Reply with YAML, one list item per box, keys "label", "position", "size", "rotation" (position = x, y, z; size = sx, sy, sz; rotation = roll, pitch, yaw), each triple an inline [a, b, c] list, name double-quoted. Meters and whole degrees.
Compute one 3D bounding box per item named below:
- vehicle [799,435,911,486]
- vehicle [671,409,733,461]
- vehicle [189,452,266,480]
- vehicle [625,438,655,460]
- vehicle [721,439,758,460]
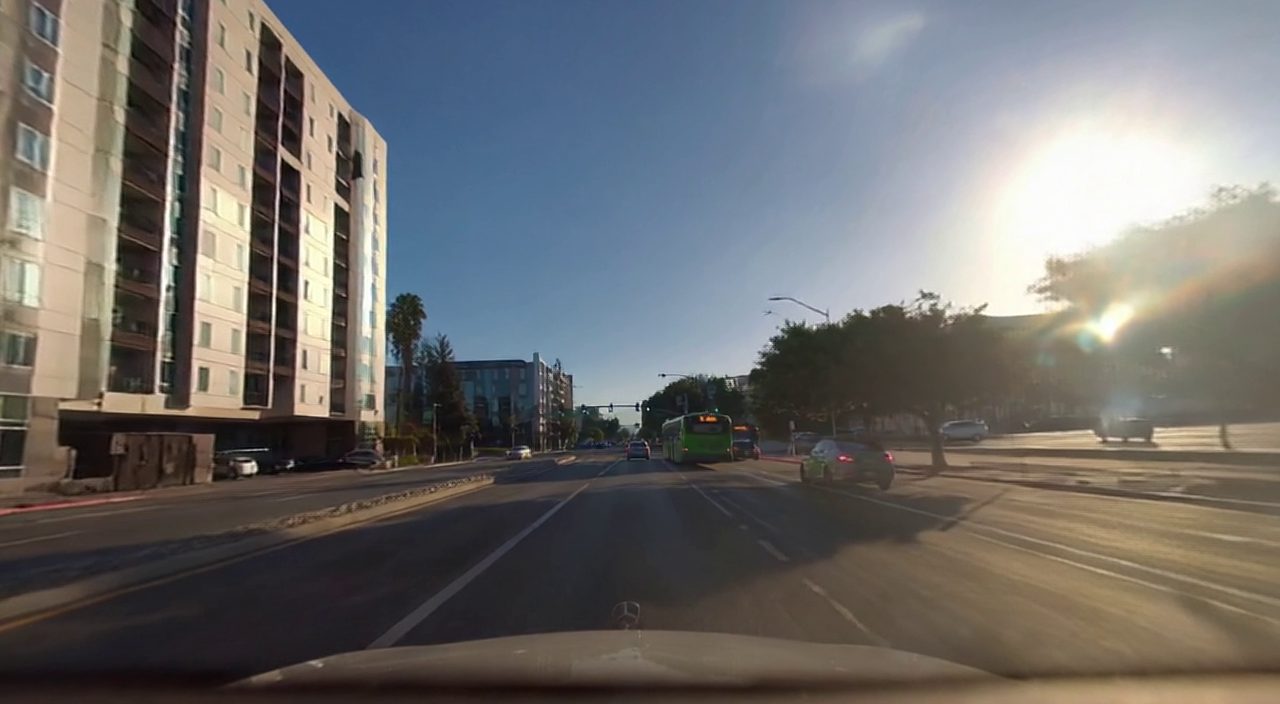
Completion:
- label: "vehicle"
  position: [6.719, 3.454, 20.325]
  size: [1.992, 1.447, 4.414]
  rotation: [0, -9, -1]
- label: "vehicle"
  position: [4.223, 6.042, 45.201]
  size: [2.760, 3.325, 9.045]
  rotation: [1, -9, -5]
- label: "vehicle"
  position: [-28.965, 7.993, 44.626]
  size: [2.039, 1.777, 5.029]
  rotation: [0, -9, 0]
- label: "vehicle"
  position: [-0.004, 7.073, 46.091]
  size: [2.145, 1.572, 4.021]
  rotation: [0, -9, 0]
- label: "vehicle"
  position: [7.320, 7.247, 46.957]
  size: [1.886, 1.474, 4.495]
  rotation: [0, -9, -2]
